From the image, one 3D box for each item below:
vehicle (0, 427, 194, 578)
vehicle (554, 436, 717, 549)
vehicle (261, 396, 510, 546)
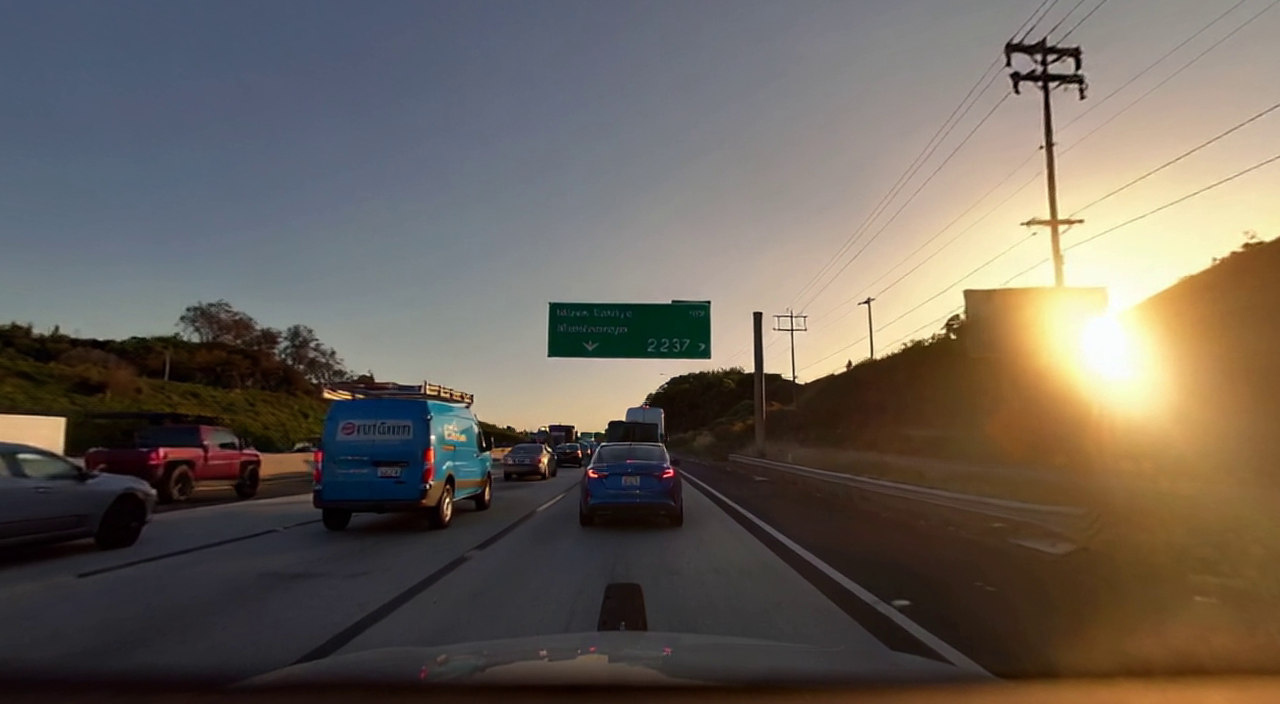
[{"bbox_3d":[-7.406,1.565,6.660,1.933,1.506,4.504,0,-8,1],"label":"vehicle"},{"bbox_3d":[-0.051,2.087,10.056,2.054,1.421,4.090,0,-8,0],"label":"vehicle"},{"bbox_3d":[-3.812,1.890,10.556,2.142,1.952,4.556,0,-8,2],"label":"vehicle"}]
